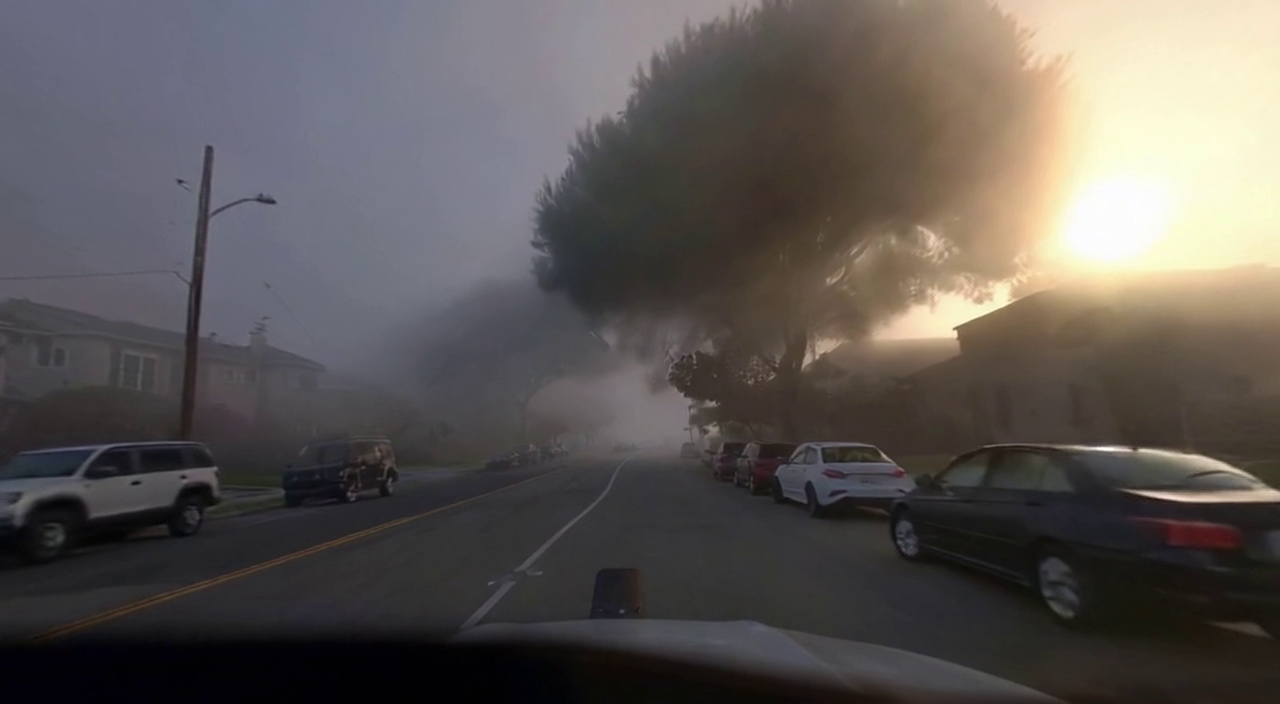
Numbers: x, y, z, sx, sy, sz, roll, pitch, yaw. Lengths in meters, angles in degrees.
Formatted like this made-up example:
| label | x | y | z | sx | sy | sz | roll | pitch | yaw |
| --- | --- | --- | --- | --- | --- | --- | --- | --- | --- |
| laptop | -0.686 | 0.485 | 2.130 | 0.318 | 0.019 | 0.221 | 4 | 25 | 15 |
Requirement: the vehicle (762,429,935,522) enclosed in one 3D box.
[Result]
| label | x | y | z | sx | sy | sz | roll | pitch | yaw |
| --- | --- | --- | --- | --- | --- | --- | --- | --- | --- |
| vehicle | 3.928 | 2.397 | 12.844 | 1.929 | 1.543 | 4.379 | 0 | -8 | -1 |

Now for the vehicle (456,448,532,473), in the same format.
| label | x | y | z | sx | sy | sz | roll | pitch | yaw |
| --- | --- | --- | --- | --- | --- | --- | --- | --- | --- |
| vehicle | -9.246 | 6.824 | 39.899 | 4.419 | 1.486 | 1.808 | 3 | -9 | -21 |

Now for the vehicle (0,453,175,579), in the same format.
| label | x | y | z | sx | sy | sz | roll | pitch | yaw |
| --- | --- | --- | --- | --- | --- | --- | --- | --- | --- |
| vehicle | -8.864 | 2.126 | 8.384 | 3.912 | 1.488 | 1.837 | 3 | -9 | -23 |

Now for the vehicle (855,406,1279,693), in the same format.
| label | x | y | z | sx | sy | sz | roll | pitch | yaw |
| --- | --- | --- | --- | --- | --- | --- | --- | --- | --- |
| vehicle | 3.628 | 1.359 | 5.635 | 1.819 | 1.487 | 4.537 | 0 | -8 | 0 |
